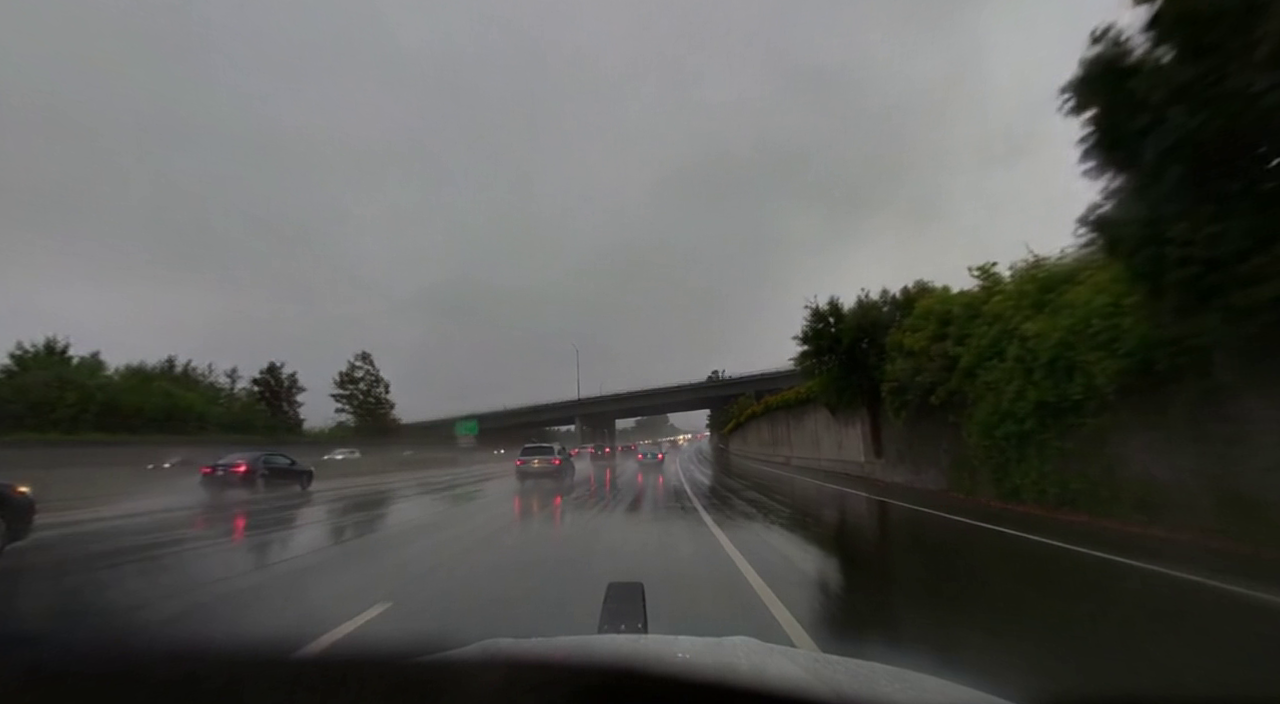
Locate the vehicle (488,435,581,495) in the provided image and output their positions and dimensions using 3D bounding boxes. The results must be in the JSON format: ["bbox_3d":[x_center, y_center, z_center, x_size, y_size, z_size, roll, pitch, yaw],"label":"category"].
[{"bbox_3d":[-3.335,3.672,20.821,2.161,1.759,4.482,0,-8,2],"label":"vehicle"}]

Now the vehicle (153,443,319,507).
[{"bbox_3d":[-11.716,3.539,18.643,1.954,1.640,4.339,0,-8,1],"label":"vehicle"}]

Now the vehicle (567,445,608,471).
[{"bbox_3d":[-3.230,6.593,39.169,1.997,1.490,4.471,0,-8,2],"label":"vehicle"}]

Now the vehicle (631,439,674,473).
[{"bbox_3d":[0.700,5.560,33.695,2.160,1.678,4.178,0,-8,2],"label":"vehicle"}]
